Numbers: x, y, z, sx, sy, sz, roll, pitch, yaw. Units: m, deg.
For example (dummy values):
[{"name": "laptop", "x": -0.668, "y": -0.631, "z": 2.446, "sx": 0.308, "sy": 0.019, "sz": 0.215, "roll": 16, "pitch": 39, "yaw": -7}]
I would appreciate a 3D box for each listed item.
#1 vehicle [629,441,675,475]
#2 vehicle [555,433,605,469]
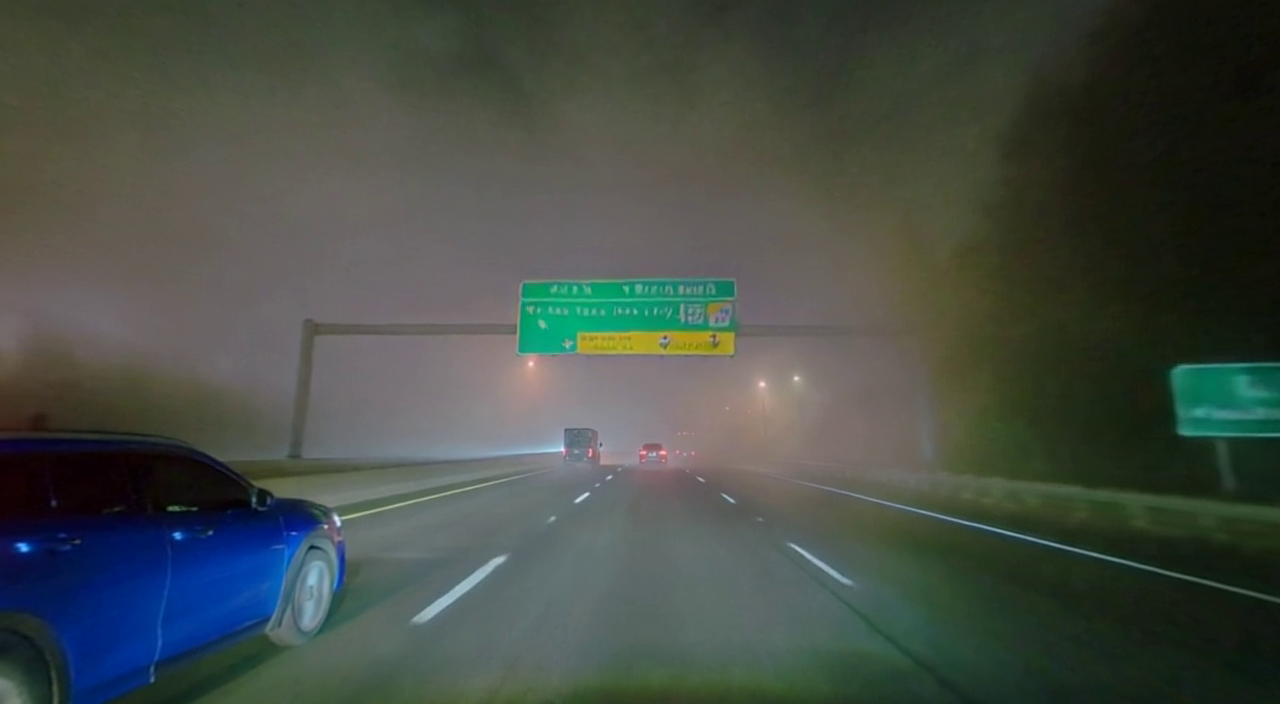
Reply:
[{"name": "vehicle", "x": 0.591, "y": 5.170, "z": 30.995, "sx": 2.086, "sy": 1.548, "sz": 4.325, "roll": 0, "pitch": -9, "yaw": 1}, {"name": "vehicle", "x": -3.378, "y": 5.700, "z": 36.289, "sx": 2.264, "sy": 1.901, "sz": 4.647, "roll": 0, "pitch": -9, "yaw": 2}]
